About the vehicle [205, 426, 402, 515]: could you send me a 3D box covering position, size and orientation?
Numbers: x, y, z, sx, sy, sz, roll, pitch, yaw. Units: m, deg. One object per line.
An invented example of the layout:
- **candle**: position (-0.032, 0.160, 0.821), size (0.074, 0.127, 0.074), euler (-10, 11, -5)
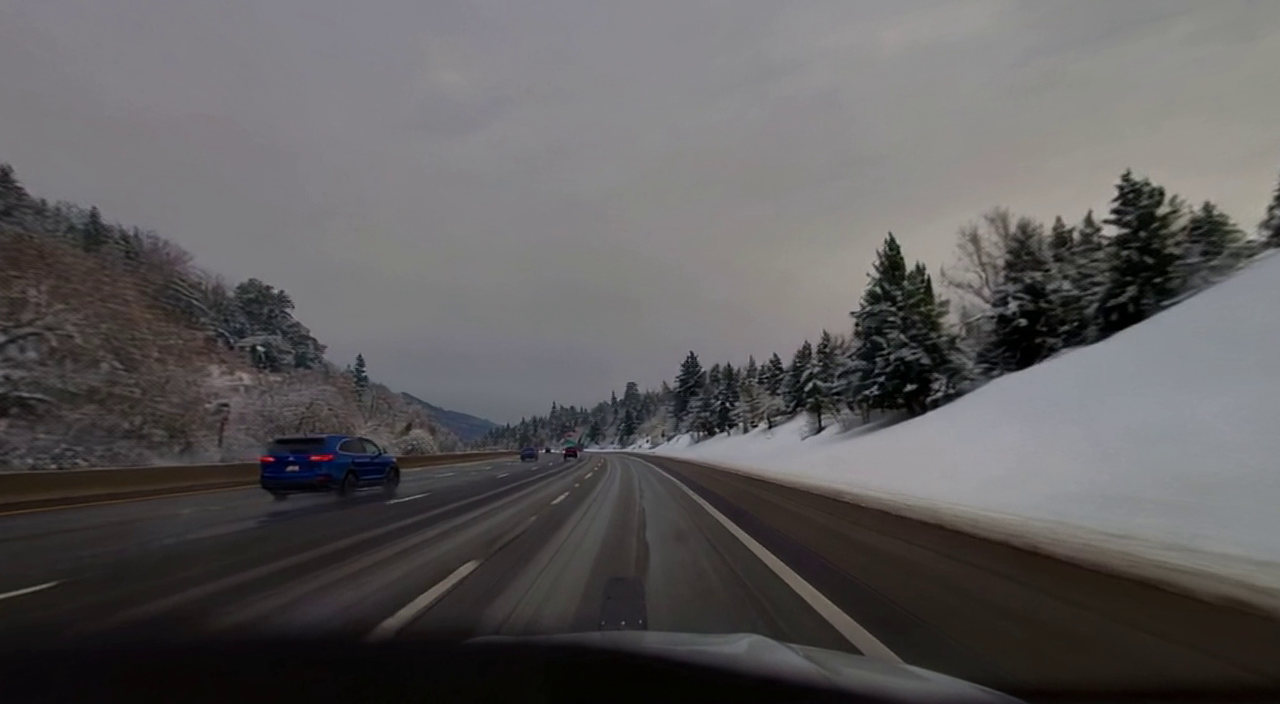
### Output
- **vehicle**: position (-7.431, 2.654, 14.610), size (2.046, 1.712, 4.533), euler (0, -8, 0)
